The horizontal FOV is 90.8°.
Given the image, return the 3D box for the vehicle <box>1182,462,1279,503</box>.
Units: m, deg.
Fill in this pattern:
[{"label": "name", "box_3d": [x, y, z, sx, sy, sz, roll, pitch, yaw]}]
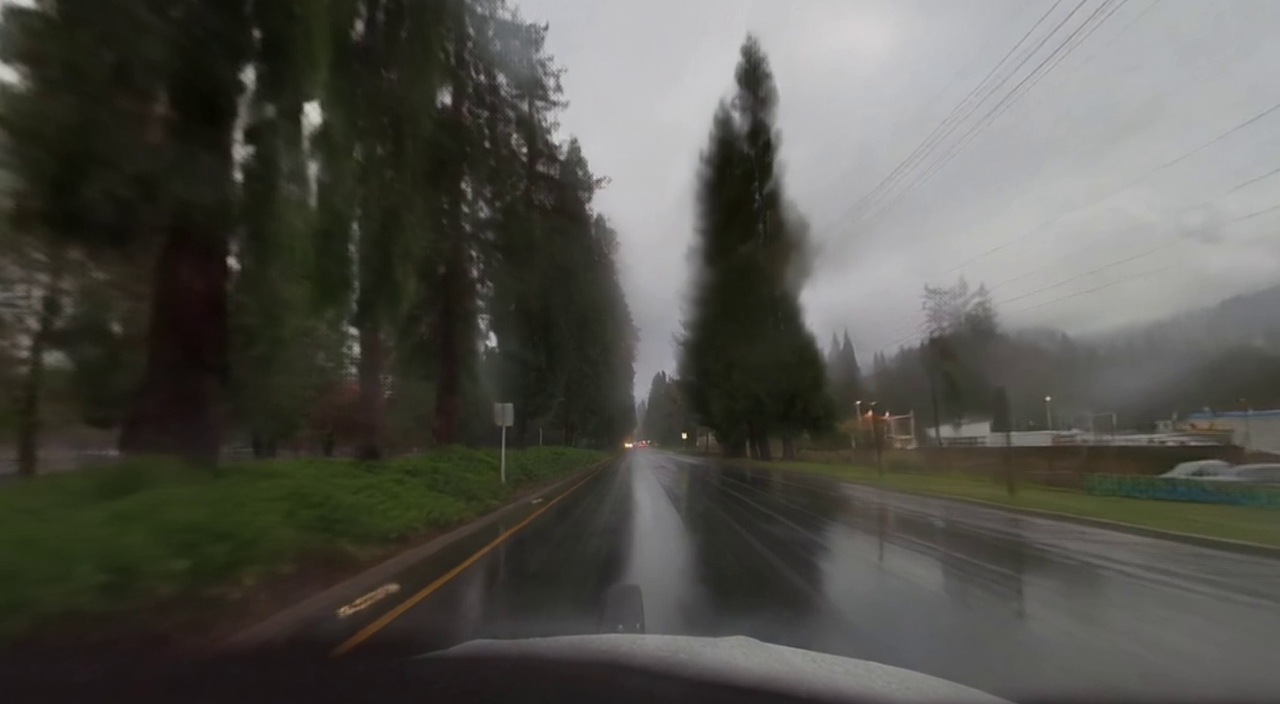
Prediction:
[{"label": "vehicle", "box_3d": [23.920, 5.037, 24.563, 3.911, 1.449, 1.773, -1, -9, 4]}]
